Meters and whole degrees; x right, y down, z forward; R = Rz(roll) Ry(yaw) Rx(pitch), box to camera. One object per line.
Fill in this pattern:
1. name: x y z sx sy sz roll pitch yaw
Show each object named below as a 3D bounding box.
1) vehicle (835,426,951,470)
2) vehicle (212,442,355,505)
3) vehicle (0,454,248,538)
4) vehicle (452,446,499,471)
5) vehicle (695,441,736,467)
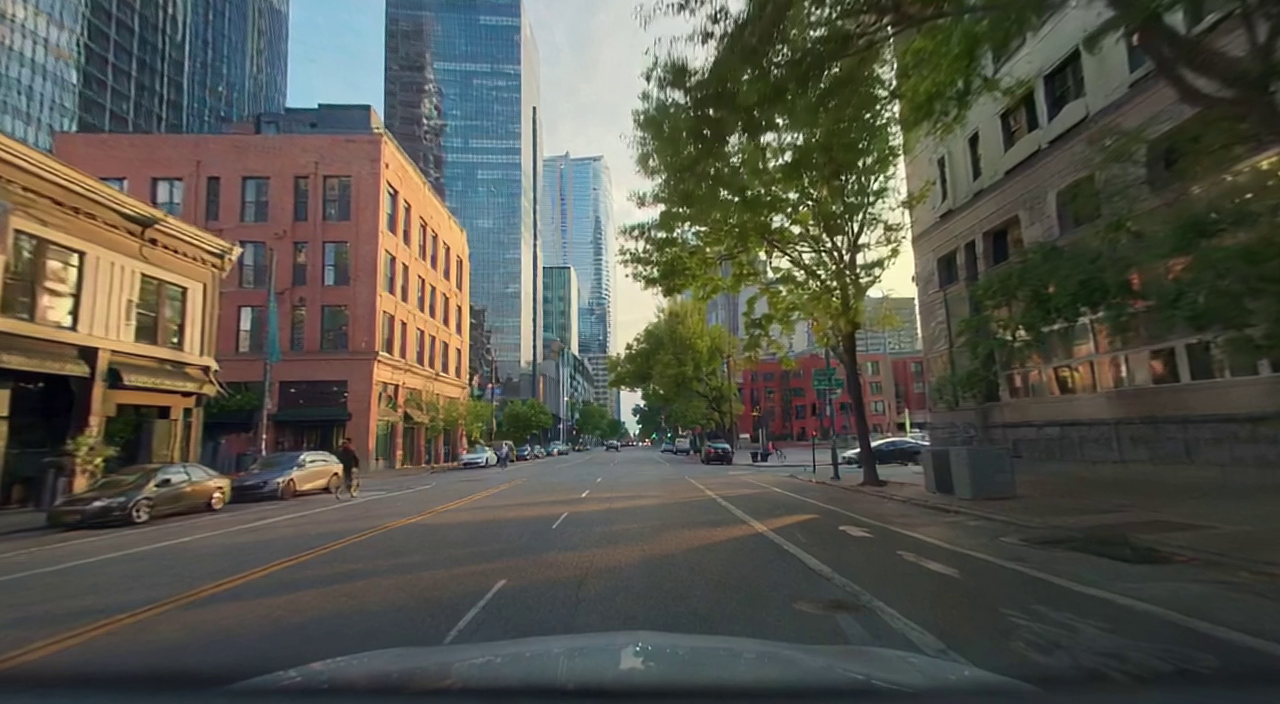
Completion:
1. vehicle: 11.495 4.418 28.969 4.380 1.608 1.942 -4 -9 -1
2. vehicle: -10.937 3.785 19.821 1.977 1.697 4.285 -2 -10 0
3. vehicle: -10.876 2.996 13.789 1.868 1.456 4.418 0 -8 -1
4. vehicle: -11.196 7.277 43.439 1.992 1.629 4.773 0 -8 -1
5. vehicle: 4.752 6.500 40.438 1.929 1.522 4.543 0 -9 -1
